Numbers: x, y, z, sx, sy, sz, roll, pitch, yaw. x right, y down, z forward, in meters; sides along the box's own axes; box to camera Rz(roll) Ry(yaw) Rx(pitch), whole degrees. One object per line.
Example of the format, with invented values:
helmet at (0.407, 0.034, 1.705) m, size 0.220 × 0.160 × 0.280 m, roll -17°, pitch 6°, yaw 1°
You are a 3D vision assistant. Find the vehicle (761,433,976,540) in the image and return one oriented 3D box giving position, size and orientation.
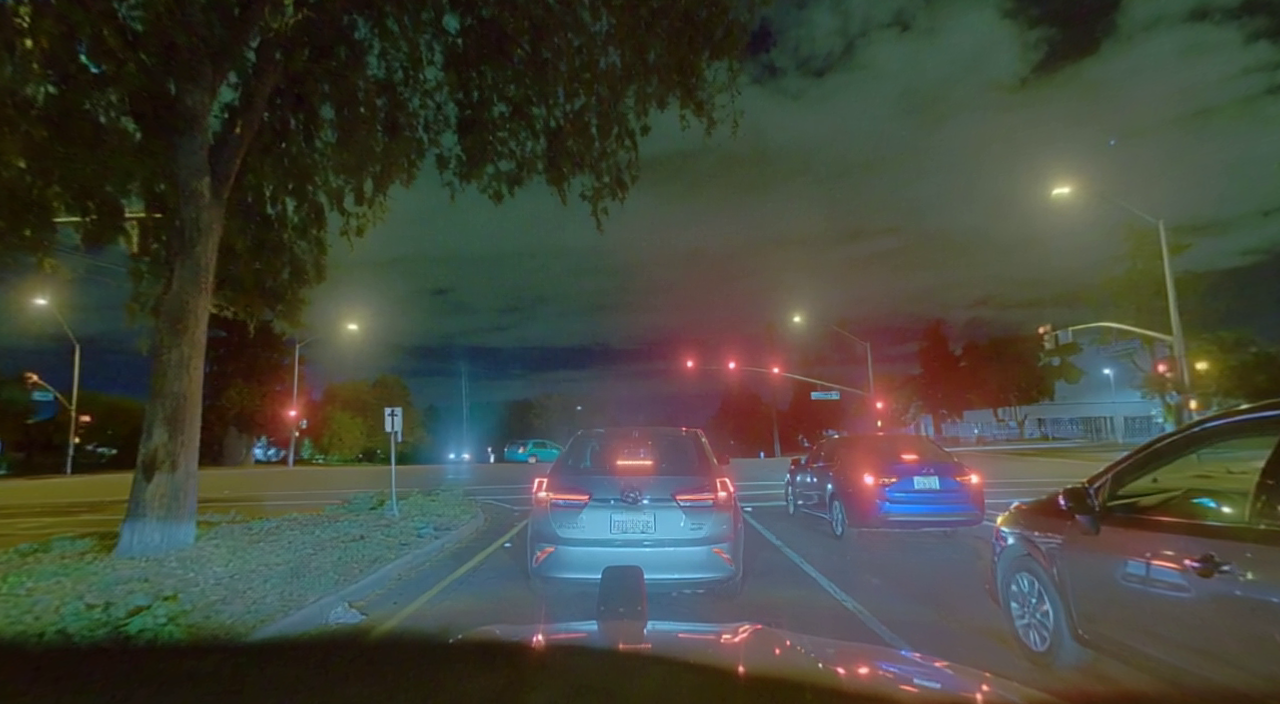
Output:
vehicle at (3.681, 2.262, 11.305) m, size 2.054 × 1.482 × 4.654 m, roll 0°, pitch -9°, yaw -1°

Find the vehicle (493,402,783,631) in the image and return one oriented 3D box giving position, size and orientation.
vehicle at (-0.029, 1.475, 6.512) m, size 2.074 × 1.631 × 3.793 m, roll 0°, pitch -9°, yaw 0°

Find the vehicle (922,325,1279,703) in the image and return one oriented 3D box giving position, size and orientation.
vehicle at (3.711, 0.938, 3.432) m, size 2.162 × 1.829 × 4.519 m, roll 0°, pitch -9°, yaw -1°
